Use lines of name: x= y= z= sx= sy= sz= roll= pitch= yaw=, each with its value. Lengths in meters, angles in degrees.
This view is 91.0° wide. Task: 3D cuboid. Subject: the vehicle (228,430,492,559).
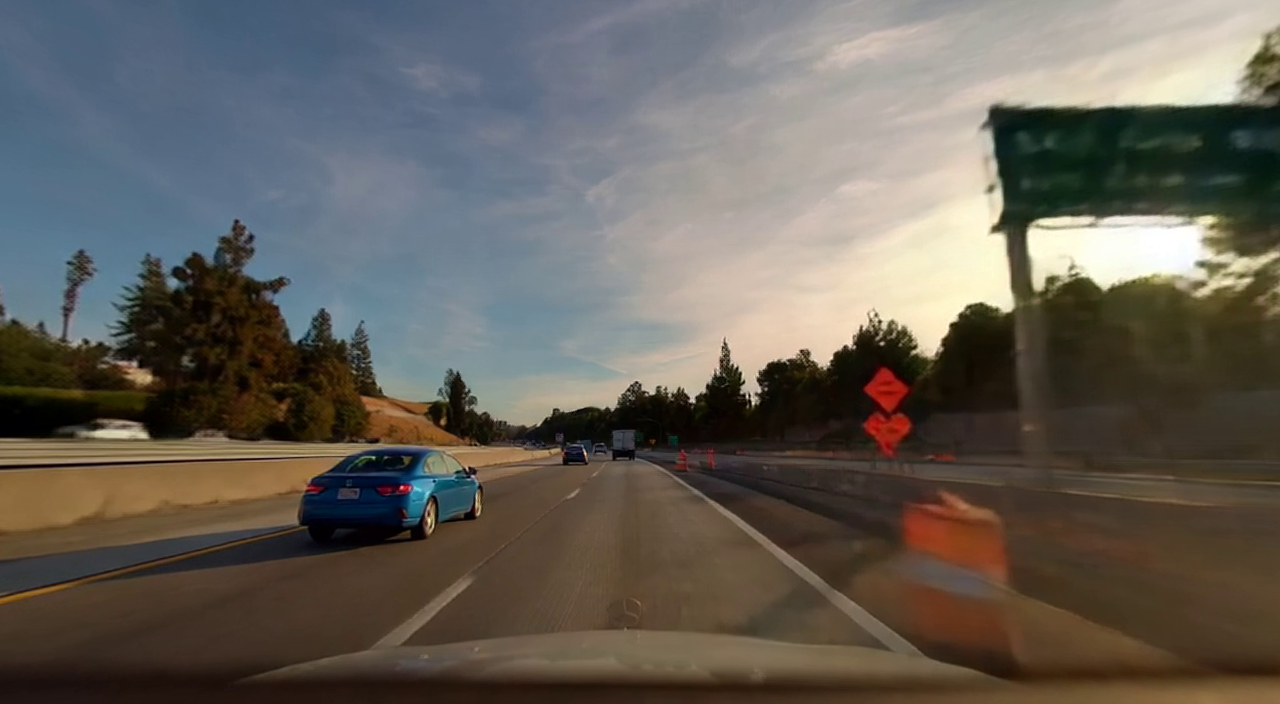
vehicle: x=-3.905 y=2.070 z=9.924 sx=2.012 sy=1.510 sz=4.672 roll=0 pitch=-9 yaw=0

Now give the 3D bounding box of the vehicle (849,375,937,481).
vehicle: x=10.457 y=3.190 z=26.302 sx=2.203 sy=4.166 sz=2.914 roll=0 pitch=-9 yaw=-1

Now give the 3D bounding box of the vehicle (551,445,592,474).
vehicle: x=-3.749 y=5.937 z=34.907 sx=1.965 sy=1.459 sz=4.145 roll=1 pitch=-9 yaw=-2
